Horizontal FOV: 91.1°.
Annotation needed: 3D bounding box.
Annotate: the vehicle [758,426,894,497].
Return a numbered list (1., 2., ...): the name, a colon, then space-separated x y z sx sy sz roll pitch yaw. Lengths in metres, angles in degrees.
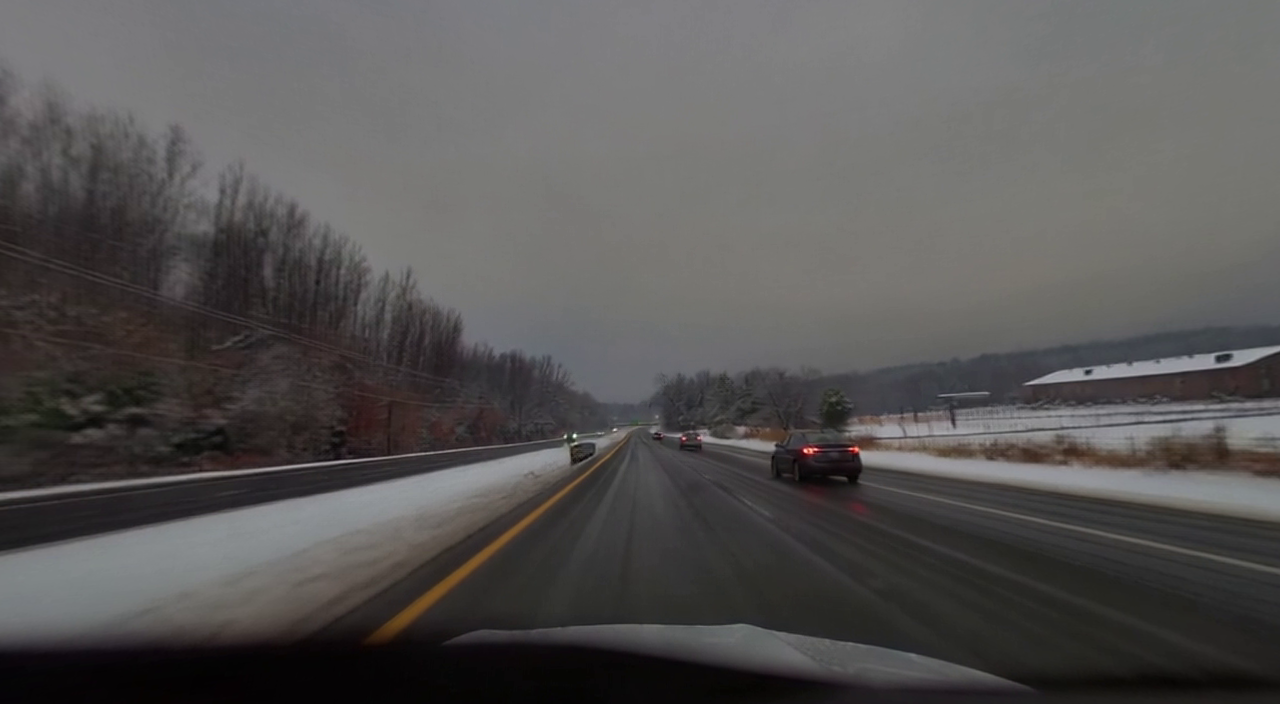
1. vehicle: 4.414 2.658 15.702 2.024 1.516 4.197 0 -8 -1

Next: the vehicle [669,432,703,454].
1. vehicle: 3.349 6.730 46.455 2.057 1.540 4.158 0 -8 -1
